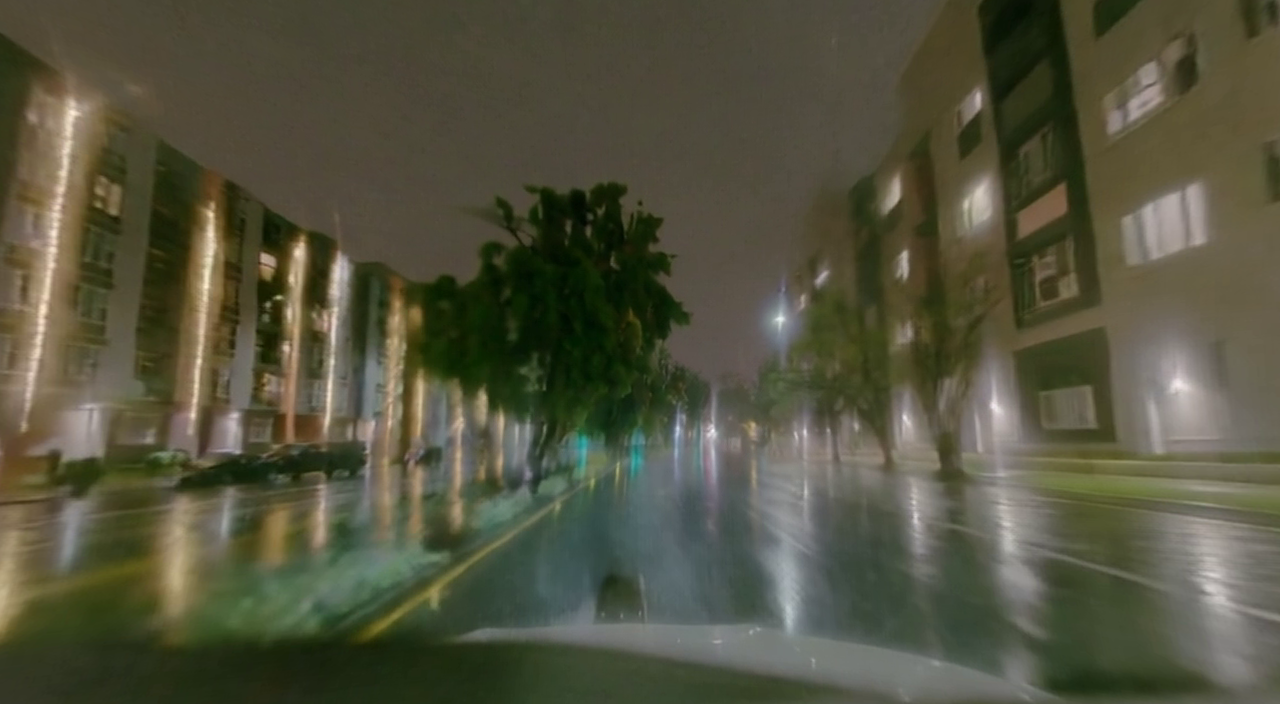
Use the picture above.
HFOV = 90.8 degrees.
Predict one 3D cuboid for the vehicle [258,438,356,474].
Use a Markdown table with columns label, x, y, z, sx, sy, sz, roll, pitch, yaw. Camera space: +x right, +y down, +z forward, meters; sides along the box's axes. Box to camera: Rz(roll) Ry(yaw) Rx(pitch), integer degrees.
| label | x | y | z | sx | sy | sz | roll | pitch | yaw |
| --- | --- | --- | --- | --- | --- | --- | --- | --- | --- |
| vehicle | -18.384 | 5.785 | 35.224 | 2.295 | 1.809 | 5.236 | -2 | -9 | 4 |

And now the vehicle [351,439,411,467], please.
| label | x | y | z | sx | sy | sz | roll | pitch | yaw |
| --- | --- | --- | --- | --- | --- | --- | --- | --- | --- |
| vehicle | -18.129 | 7.085 | 44.487 | 2.001 | 1.836 | 4.746 | -1 | -8 | 2 |

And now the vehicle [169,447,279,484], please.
| label | x | y | z | sx | sy | sz | roll | pitch | yaw |
| --- | --- | --- | --- | --- | --- | --- | --- | --- | --- |
| vehicle | -18.775 | 5.100 | 28.782 | 1.880 | 1.457 | 4.487 | -3 | -8 | 2 |
